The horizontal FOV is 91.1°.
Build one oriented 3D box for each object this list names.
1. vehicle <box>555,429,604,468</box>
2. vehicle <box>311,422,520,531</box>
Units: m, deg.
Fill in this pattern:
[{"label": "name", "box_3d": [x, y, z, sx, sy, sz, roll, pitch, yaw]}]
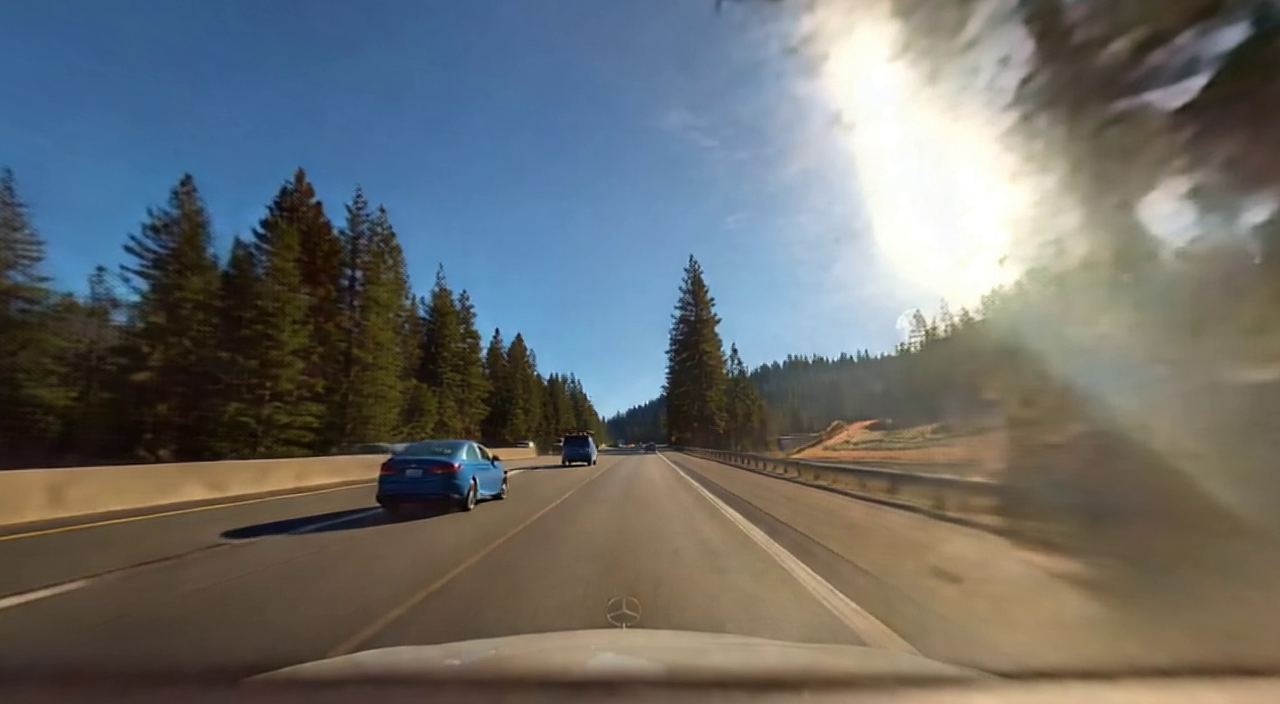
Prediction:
[{"label": "vehicle", "box_3d": [-3.431, 5.620, 36.601, 2.241, 2.095, 4.985, 0, -8, 1]}, {"label": "vehicle", "box_3d": [-3.770, 2.180, 11.656, 2.053, 1.589, 4.671, 0, -8, 1]}]
